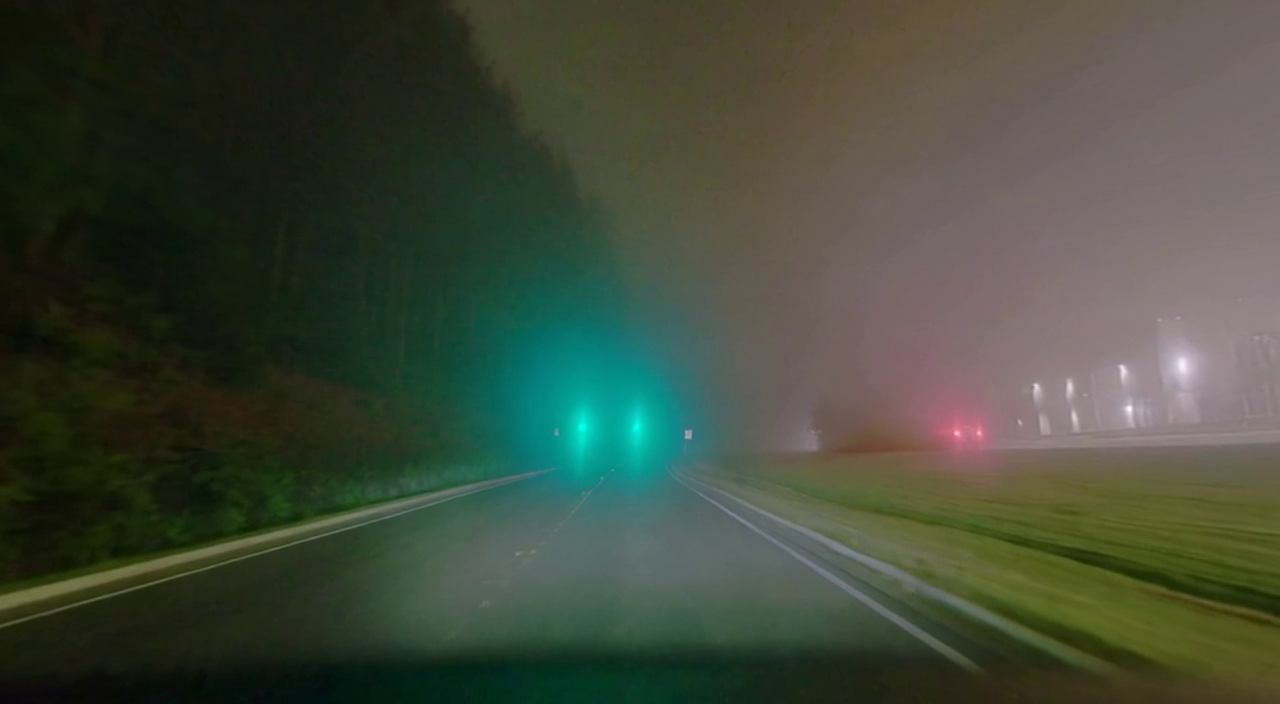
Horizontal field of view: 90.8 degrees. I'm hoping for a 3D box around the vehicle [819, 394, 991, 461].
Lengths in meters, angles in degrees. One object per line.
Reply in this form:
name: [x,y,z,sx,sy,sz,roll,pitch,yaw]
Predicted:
vehicle: [18.909,6.165,48.371,3.411,3.967,20.452,-1,-9,-3]
